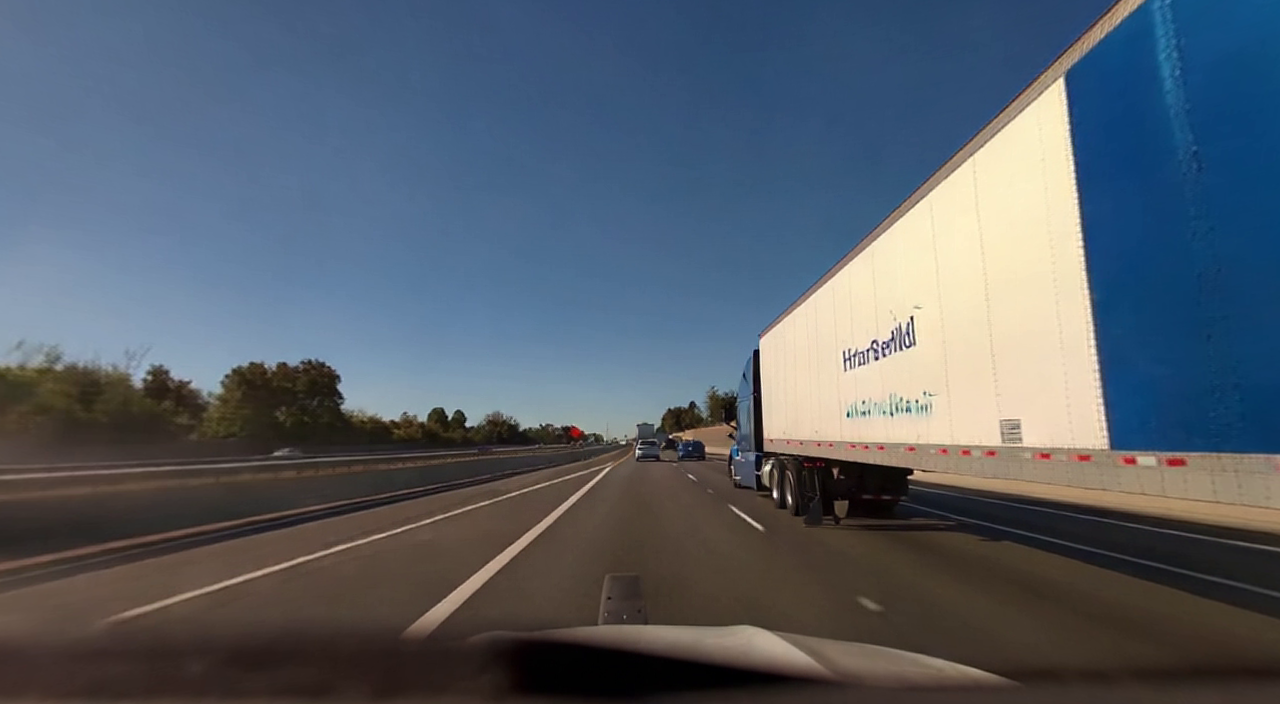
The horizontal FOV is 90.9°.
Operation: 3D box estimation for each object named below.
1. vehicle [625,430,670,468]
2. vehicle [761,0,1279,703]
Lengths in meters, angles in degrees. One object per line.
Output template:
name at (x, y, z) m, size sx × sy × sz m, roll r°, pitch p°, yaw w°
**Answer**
vehicle at (0.362, 5.112, 33.388) m, size 2.205 × 1.860 × 4.301 m, roll 0°, pitch -8°, yaw 0°
vehicle at (3.980, 0.038, 5.274) m, size 3.019 × 4.145 × 16.453 m, roll 0°, pitch -8°, yaw 1°
